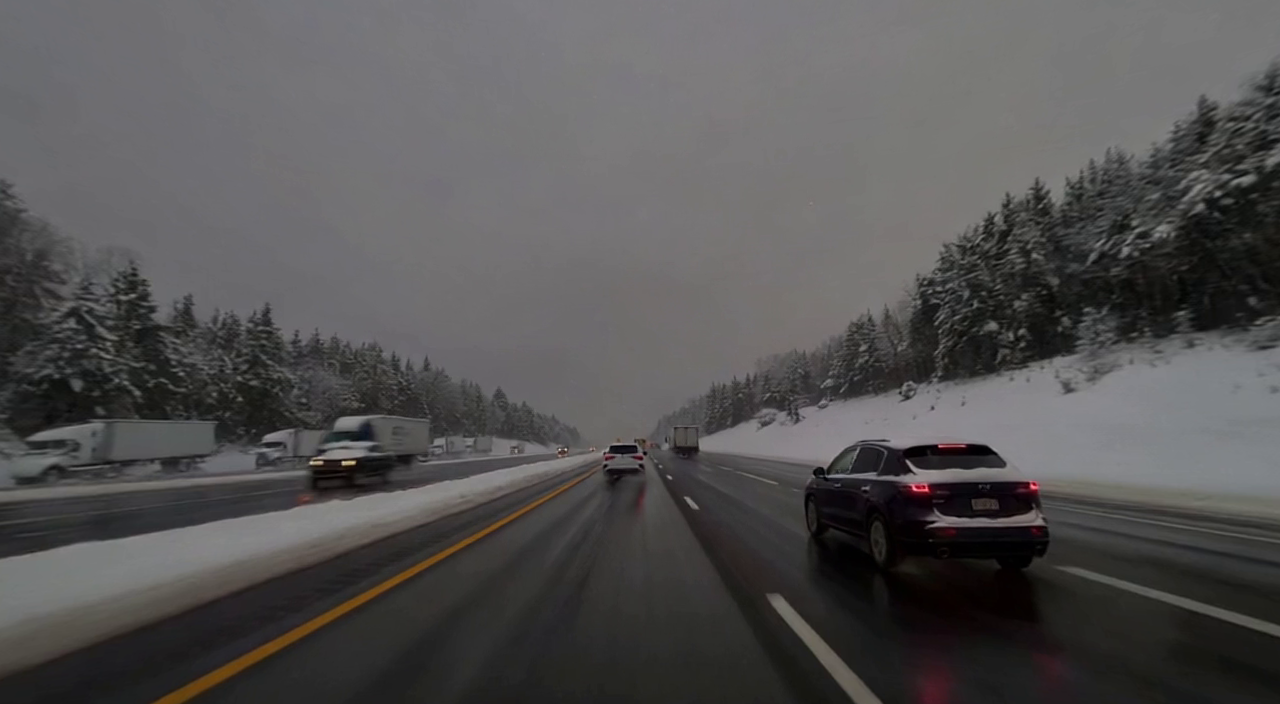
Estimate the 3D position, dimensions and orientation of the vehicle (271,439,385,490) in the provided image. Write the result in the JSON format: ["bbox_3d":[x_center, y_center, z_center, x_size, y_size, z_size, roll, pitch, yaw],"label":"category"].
[{"bbox_3d":[-11.064,3.998,22.709,1.991,1.624,4.215,0,-9,-1],"label":"vehicle"}]

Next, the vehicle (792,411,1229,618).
[{"bbox_3d":[3.366,1.584,7.135,1.997,1.534,4.664,0,-9,-2],"label":"vehicle"}]

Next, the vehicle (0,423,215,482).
[{"bbox_3d":[-37.205,6.884,45.169,2.860,3.408,14.775,-3,-7,2],"label":"vehicle"}]

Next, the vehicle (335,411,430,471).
[{"bbox_3d":[-16.183,5.763,40.305,2.687,3.442,7.686,0,-9,1],"label":"vehicle"}]

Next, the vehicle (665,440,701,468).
[{"bbox_3d":[2.701,6.558,40.510,2.048,1.704,4.284,0,-9,0],"label":"vehicle"}]

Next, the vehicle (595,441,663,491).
[{"bbox_3d":[-0.360,3.646,20.379,1.970,1.441,3.846,0,-9,-1],"label":"vehicle"}]
